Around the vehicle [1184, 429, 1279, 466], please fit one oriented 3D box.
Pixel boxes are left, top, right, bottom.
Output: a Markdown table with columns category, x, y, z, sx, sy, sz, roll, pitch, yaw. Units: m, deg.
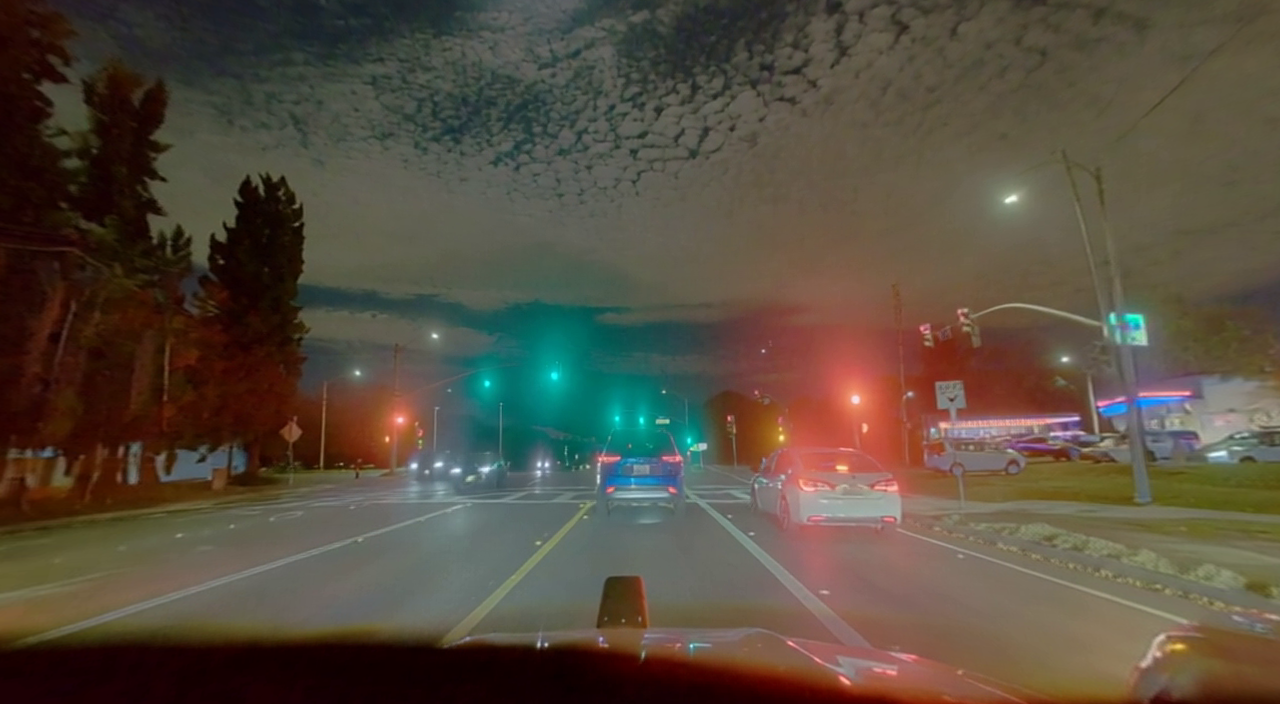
| category | x | y | z | sx | sy | sz | roll | pitch | yaw |
| --- | --- | --- | --- | --- | --- | --- | --- | --- | --- |
| vehicle | 25.833 | 3.993 | 26.215 | 4.420 | 1.469 | 1.807 | 0 | -9 | 1 |

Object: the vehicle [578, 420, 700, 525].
| category | x | y | z | sx | sy | sz | roll | pitch | yaw |
| --- | --- | --- | --- | --- | --- | --- | --- | --- | --- |
| vehicle | -0.052 | 2.576 | 13.971 | 2.296 | 1.947 | 4.168 | 0 | -9 | -1 |

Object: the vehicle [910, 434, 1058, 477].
| category | x | y | z | sx | sy | sz | roll | pitch | yaw |
| --- | --- | --- | --- | --- | --- | --- | --- | --- | --- |
| vehicle | 13.529 | 4.092 | 24.882 | 4.648 | 1.583 | 2.018 | 0 | -9 | -2 |

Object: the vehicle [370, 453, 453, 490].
| category | x | y | z | sx | sy | sz | roll | pitch | yaw |
| --- | --- | --- | --- | --- | --- | --- | --- | --- | --- |
| vehicle | -10.684 | 5.603 | 29.788 | 2.206 | 1.544 | 4.740 | 0 | -9 | 0 |

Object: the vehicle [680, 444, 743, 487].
| category | x | y | z | sx | sy | sz | roll | pitch | yaw |
| --- | --- | --- | --- | --- | --- | --- | --- | --- | --- |
| vehicle | 3.068 | 4.982 | 27.832 | 2.138 | 1.729 | 4.178 | 0 | -9 | -2 |

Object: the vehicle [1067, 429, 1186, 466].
| category | x | y | z | sx | sy | sz | roll | pitch | yaw |
| --- | --- | --- | --- | --- | --- | --- | --- | --- | --- |
| vehicle | 26.517 | 5.198 | 34.344 | 4.704 | 1.919 | 2.130 | 0 | -9 | -2 |

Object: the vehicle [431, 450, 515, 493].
| category | x | y | z | sx | sy | sz | roll | pitch | yaw |
| --- | --- | --- | --- | --- | --- | --- | --- | --- | --- |
| vehicle | -6.460 | 4.674 | 24.904 | 2.054 | 1.478 | 4.584 | 0 | -9 | 0 |

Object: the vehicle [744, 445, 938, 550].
| category | x | y | z | sx | sy | sz | roll | pitch | yaw |
| --- | --- | --- | --- | --- | --- | --- | --- | --- | --- |
| vehicle | 3.278 | 2.434 | 11.320 | 1.900 | 1.478 | 4.425 | 0 | -9 | -2 |
